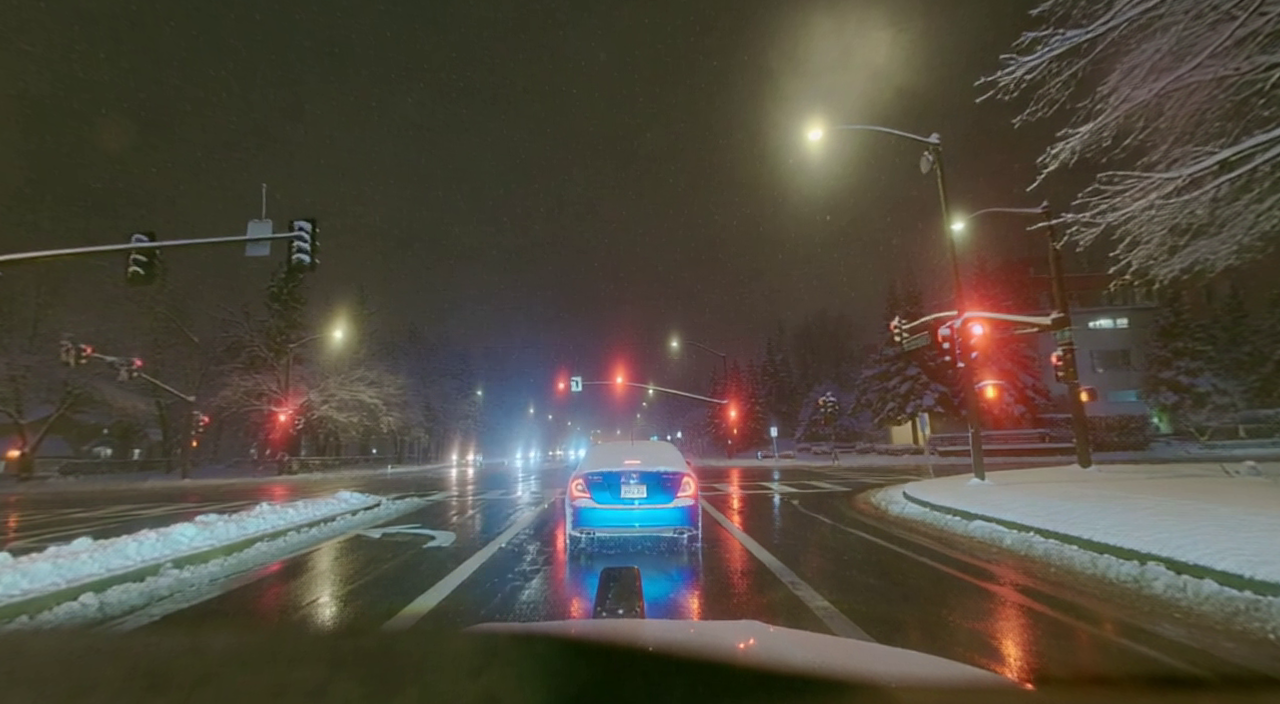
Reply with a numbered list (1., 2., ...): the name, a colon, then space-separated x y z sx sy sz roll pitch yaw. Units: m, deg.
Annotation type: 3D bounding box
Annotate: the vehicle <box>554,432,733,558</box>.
1. vehicle: 0.008 1.993 9.511 2.107 1.470 3.974 0 -9 -1
